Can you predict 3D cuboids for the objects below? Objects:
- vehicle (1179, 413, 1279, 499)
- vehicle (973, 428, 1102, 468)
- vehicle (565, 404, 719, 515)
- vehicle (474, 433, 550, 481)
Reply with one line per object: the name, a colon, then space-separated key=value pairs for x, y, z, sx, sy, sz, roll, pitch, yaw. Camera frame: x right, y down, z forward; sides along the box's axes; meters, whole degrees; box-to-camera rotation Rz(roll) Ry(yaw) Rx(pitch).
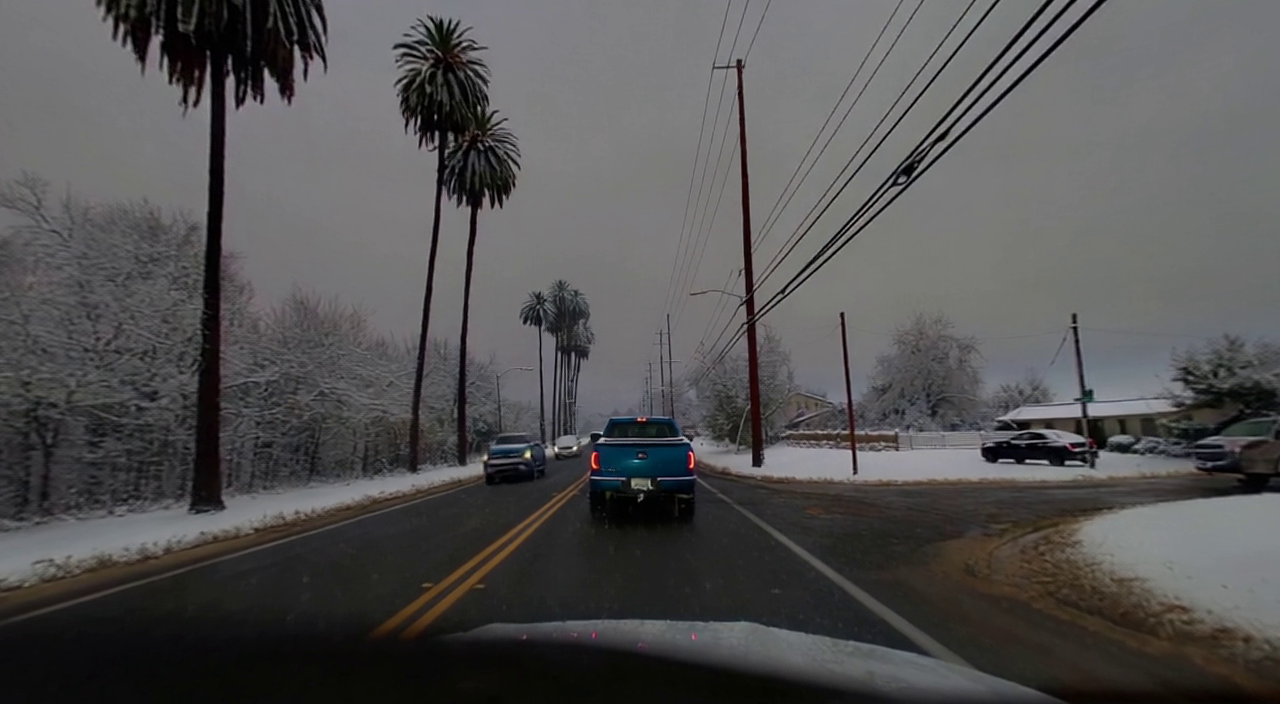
vehicle: x=16.060 y=2.520 z=15.407 sx=2.338 sy=1.917 sz=6.076 roll=-3 pitch=-9 yaw=20
vehicle: x=20.339 y=4.988 z=32.823 sx=2.277 sy=1.836 sz=6.267 roll=0 pitch=-9 yaw=-4
vehicle: x=0.023 y=2.442 z=14.761 sx=2.848 sy=2.047 sz=5.885 roll=0 pitch=-8 yaw=0
vehicle: x=-5.109 y=4.263 z=25.928 sx=2.223 sy=1.776 sz=4.614 roll=0 pitch=-8 yaw=-1
